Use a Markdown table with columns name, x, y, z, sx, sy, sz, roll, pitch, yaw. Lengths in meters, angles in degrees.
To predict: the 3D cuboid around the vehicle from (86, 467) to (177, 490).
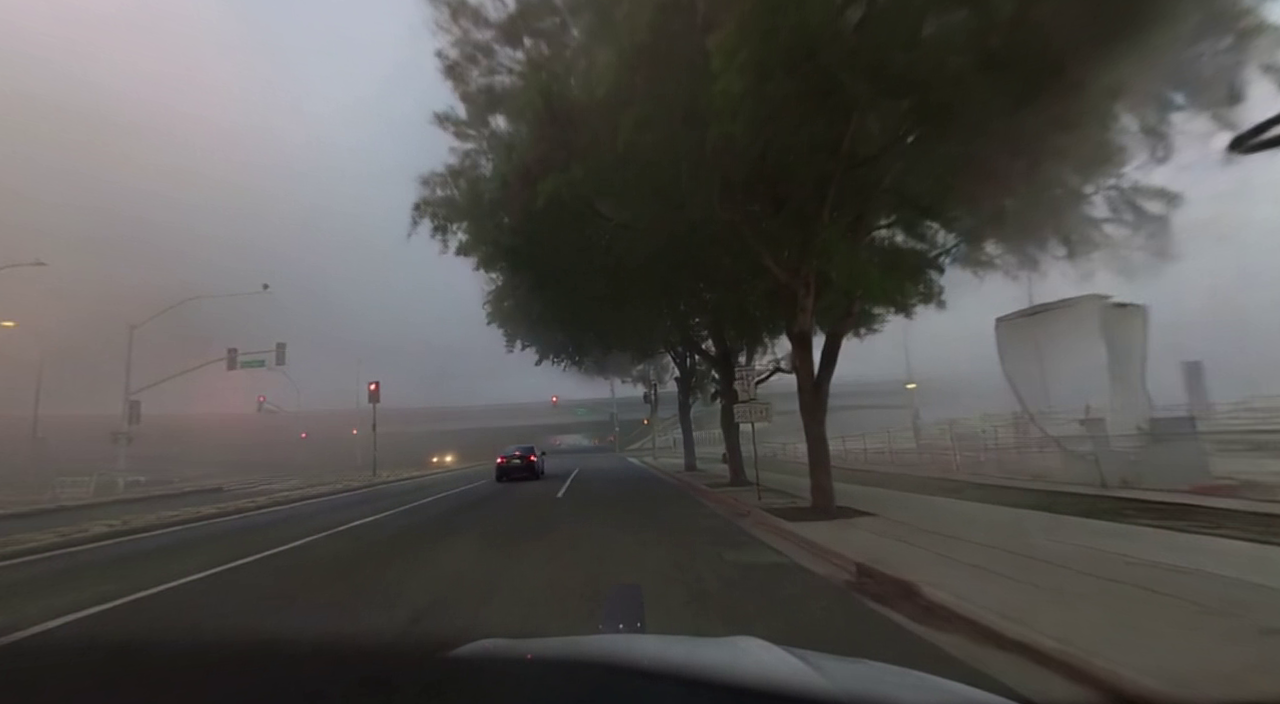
| name | x | y | z | sx | sy | sz | roll | pitch | yaw |
| --- | --- | --- | --- | --- | --- | --- | --- | --- | --- |
| vehicle | -37.517 | 9.332 | 46.718 | 4.708 | 1.466 | 2.085 | 1 | -9 | -9 |

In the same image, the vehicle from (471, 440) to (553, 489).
| name | x | y | z | sx | sy | sz | roll | pitch | yaw |
| --- | --- | --- | --- | --- | --- | --- | --- | --- | --- |
| vehicle | -4.482 | 3.972 | 22.794 | 2.154 | 1.465 | 4.532 | -1 | -8 | -2 |
